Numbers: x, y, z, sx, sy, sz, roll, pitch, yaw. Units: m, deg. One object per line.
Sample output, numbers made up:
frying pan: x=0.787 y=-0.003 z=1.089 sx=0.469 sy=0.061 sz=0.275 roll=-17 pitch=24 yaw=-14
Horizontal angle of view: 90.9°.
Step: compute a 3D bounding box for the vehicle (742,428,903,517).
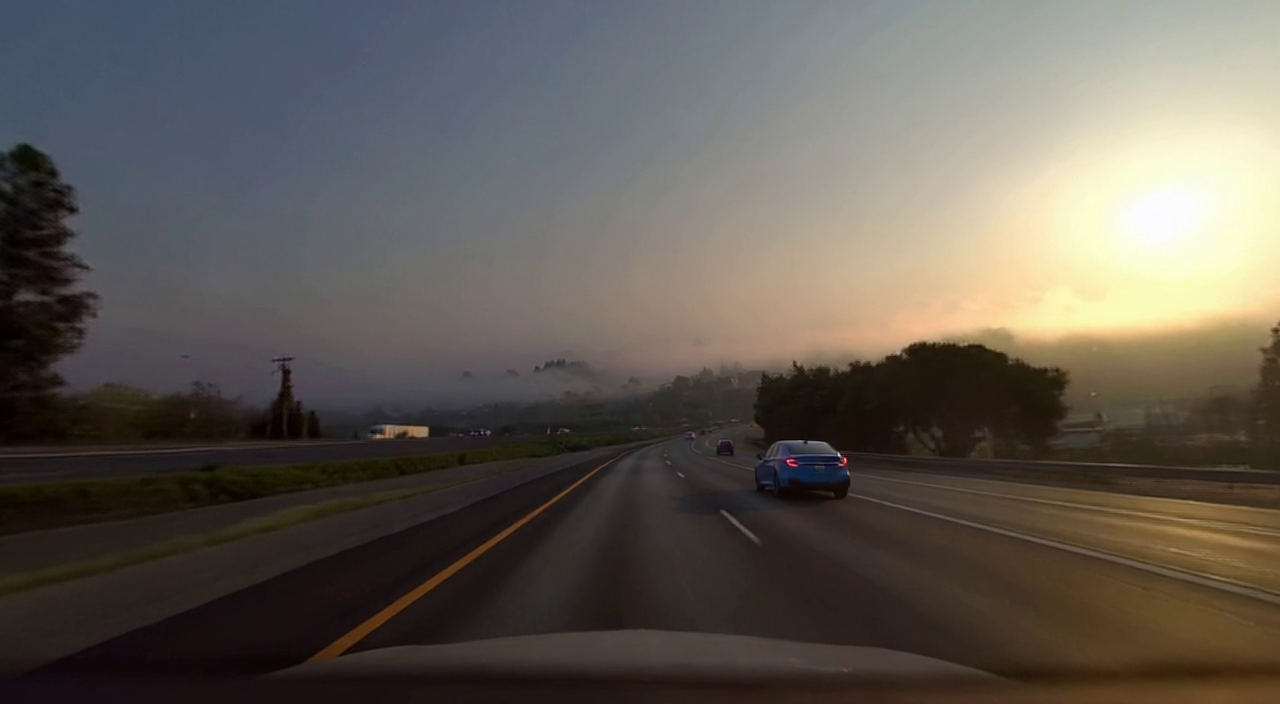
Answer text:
vehicle: x=3.578 y=2.450 z=13.356 sx=2.050 sy=1.546 sz=4.344 roll=0 pitch=-8 yaw=-1
